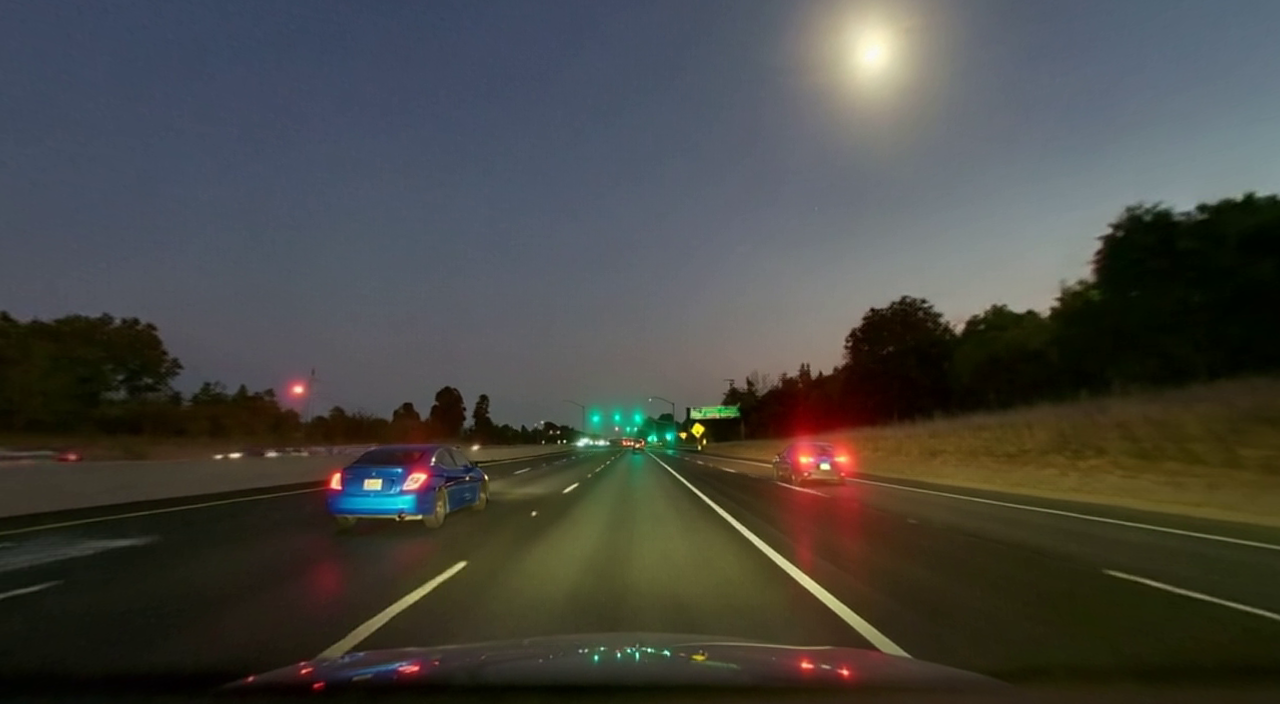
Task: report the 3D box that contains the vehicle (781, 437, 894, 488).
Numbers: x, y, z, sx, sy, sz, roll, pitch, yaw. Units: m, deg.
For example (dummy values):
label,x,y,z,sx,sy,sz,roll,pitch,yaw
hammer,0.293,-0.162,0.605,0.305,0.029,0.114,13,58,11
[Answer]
label,x,y,z,sx,sy,sz,roll,pitch,yaw
vehicle,6.374,3.620,21.028,2.049,1.481,4.774,1,-9,-2

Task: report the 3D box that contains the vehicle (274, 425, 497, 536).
label,x,y,z,sx,sy,sz,roll,pitch,yaw
vehicle,-4.029,2.109,10.966,1.987,1.516,4.478,0,-9,0

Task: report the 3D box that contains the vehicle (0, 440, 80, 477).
label,x,y,z,sx,sy,sz,roll,pitch,yaw
vehicle,-32.717,5.541,32.892,2.000,1.799,5.295,0,-9,0

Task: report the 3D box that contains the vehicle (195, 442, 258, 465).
label,x,y,z,sx,sy,sz,roll,pitch,yaw
vehicle,-32.478,7.954,49.607,1.913,1.688,4.438,0,-9,-1
